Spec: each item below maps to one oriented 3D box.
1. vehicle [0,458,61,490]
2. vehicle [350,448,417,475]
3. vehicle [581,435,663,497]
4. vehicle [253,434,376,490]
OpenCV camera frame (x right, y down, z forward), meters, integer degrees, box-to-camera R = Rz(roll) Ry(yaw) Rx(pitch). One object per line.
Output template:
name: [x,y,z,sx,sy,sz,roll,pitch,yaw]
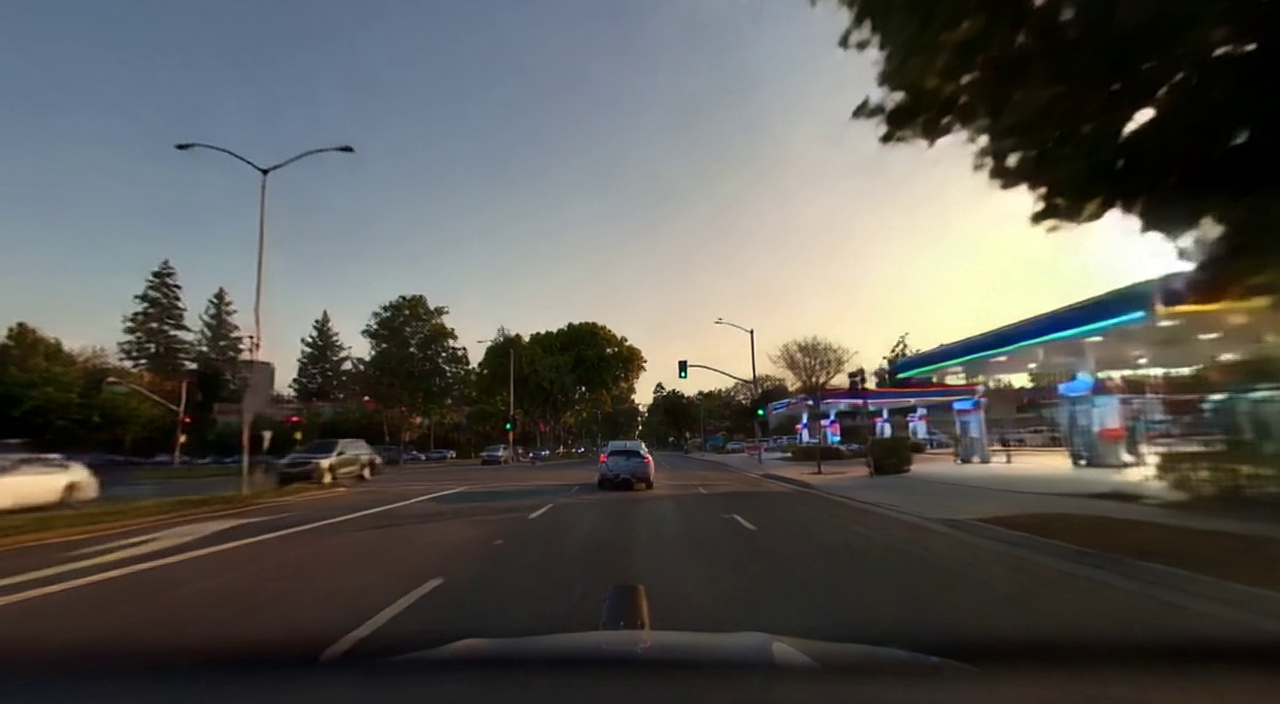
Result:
vehicle: [-33.507,6.371,32.977,4.377,1.521,1.965,0,-8,1]
vehicle: [-15.455,6.599,38.227,1.960,1.508,4.794,0,-8,1]
vehicle: [-0.441,3.157,17.903,2.062,1.519,4.214,0,-8,0]
vehicle: [-12.657,4.287,24.946,2.161,1.950,4.962,0,-8,0]
